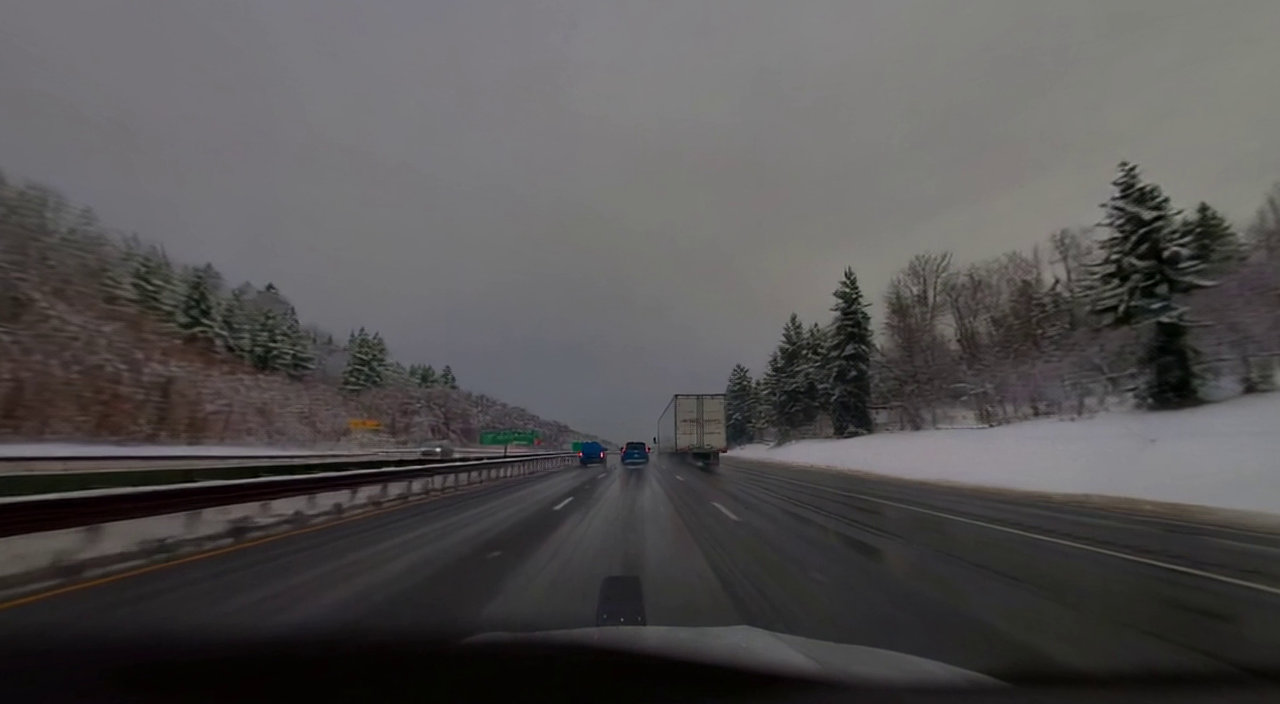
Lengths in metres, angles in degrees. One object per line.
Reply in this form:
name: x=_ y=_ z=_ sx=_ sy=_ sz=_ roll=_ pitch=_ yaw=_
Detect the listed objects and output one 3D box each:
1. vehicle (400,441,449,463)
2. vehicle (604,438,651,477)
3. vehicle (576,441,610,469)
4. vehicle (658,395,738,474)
vehicle: x=-15.457 y=7.214 z=45.526 sx=1.930 sy=1.488 sz=4.446 roll=0 pitch=-9 yaw=0
vehicle: x=-0.598 y=5.348 z=32.141 sx=2.209 sy=1.825 sz=4.036 roll=0 pitch=-9 yaw=0
vehicle: x=-3.599 y=7.993 z=49.044 sx=2.167 sy=1.991 sz=5.062 roll=0 pitch=-9 yaw=1
vehicle: x=3.233 y=5.518 z=40.848 sx=3.468 sy=4.030 sz=16.902 roll=0 pitch=-9 yaw=0
